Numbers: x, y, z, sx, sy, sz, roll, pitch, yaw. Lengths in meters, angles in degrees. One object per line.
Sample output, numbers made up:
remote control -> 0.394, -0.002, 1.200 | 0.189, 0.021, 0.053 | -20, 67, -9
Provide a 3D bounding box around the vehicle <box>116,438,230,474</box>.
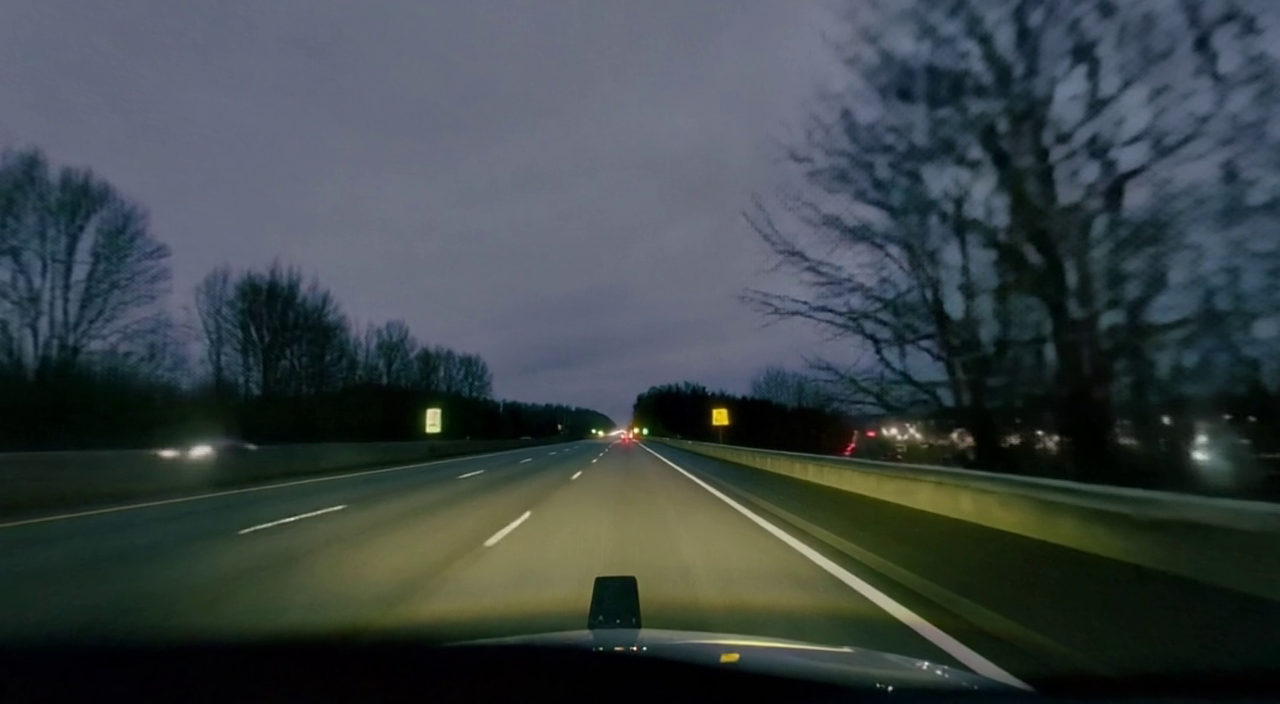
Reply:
vehicle -> -21.395, 4.742, 29.088 | 1.830, 1.520, 4.609 | 0, -8, -1
